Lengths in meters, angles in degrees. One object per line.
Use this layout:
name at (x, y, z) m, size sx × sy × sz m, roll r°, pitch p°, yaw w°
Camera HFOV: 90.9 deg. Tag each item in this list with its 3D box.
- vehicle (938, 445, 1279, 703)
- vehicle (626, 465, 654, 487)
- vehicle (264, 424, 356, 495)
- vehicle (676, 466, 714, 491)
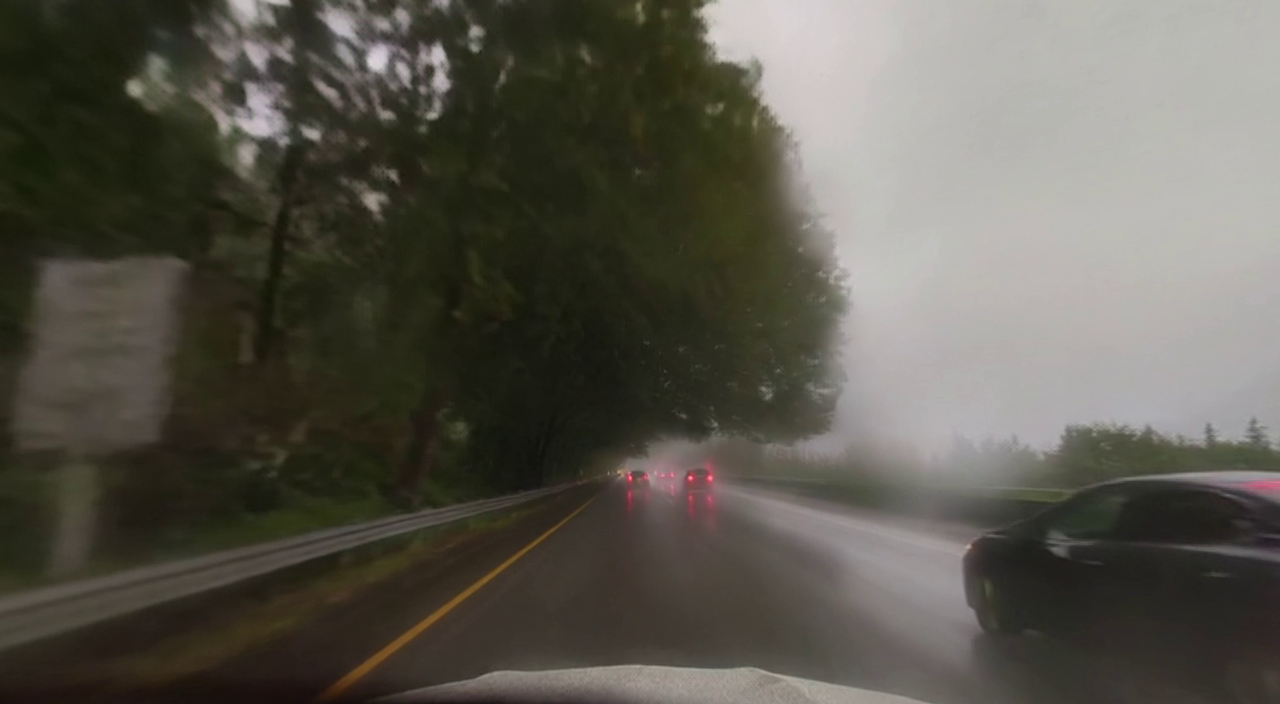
vehicle at (3.967, 1.303, 3.642) m, size 2.018 × 1.426 × 4.941 m, roll 1°, pitch -11°, yaw -1°
vehicle at (-0.019, 9.230, 46.947) m, size 1.980 × 1.483 × 3.865 m, roll 1°, pitch -11°, yaw -1°
vehicle at (-20.330, 6.760, 39.283) m, size 2.995 × 4.002 × 5.843 m, roll 2°, pitch -11°, yaw -9°
vehicle at (3.467, 8.100, 40.499) m, size 1.976 × 1.467 × 3.783 m, roll 1°, pitch -11°, yaw -2°
